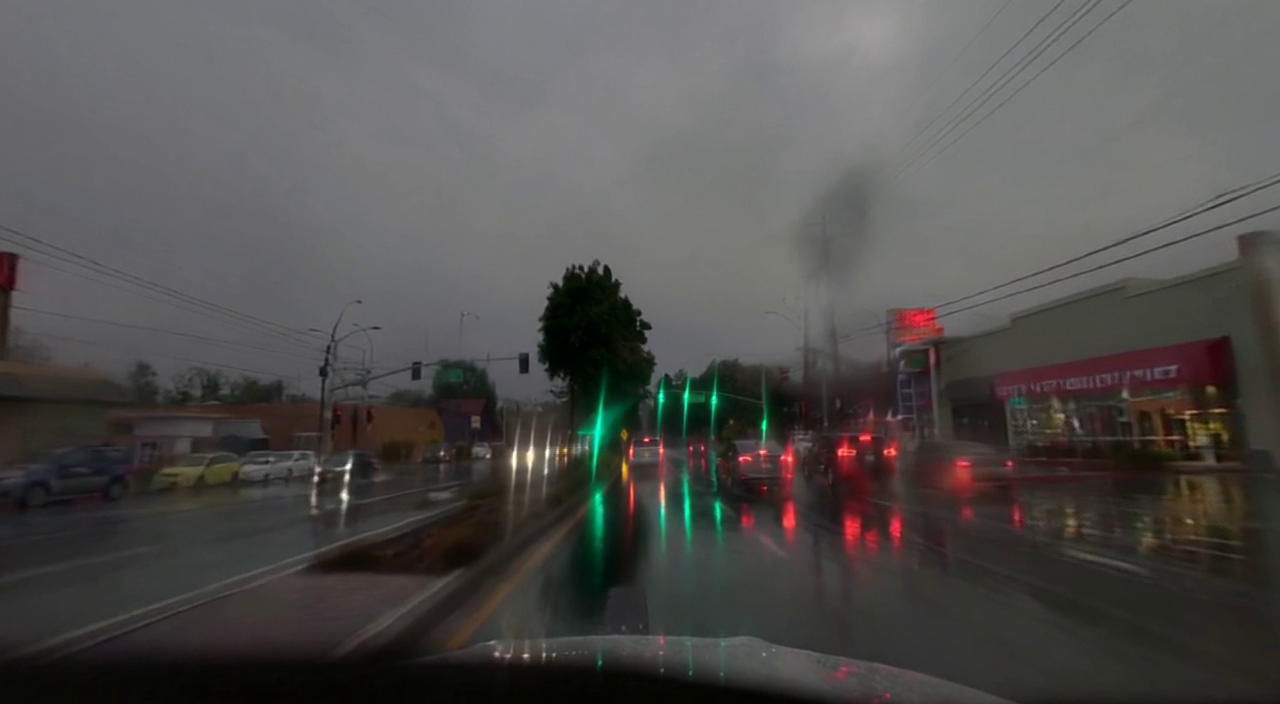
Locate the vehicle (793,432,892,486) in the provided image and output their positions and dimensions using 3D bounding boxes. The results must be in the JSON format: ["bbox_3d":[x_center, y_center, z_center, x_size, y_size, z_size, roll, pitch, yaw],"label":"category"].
[{"bbox_3d":[7.152,3.821,22.788,2.040,1.738,4.414,0,-8,-1],"label":"vehicle"}]

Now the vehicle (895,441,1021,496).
[{"bbox_3d":[10.377,3.788,21.068,1.845,1.454,4.620,0,-6,0],"label":"vehicle"}]

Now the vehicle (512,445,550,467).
[{"bbox_3d":[-7.974,7.581,46.375,2.102,1.496,4.465,0,-8,-1],"label":"vehicle"}]

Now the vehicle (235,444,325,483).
[{"bbox_3d":[-18.905,5.988,33.432,2.062,1.634,4.535,-2,-15,0],"label":"vehicle"}]

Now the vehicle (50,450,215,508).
[{"bbox_3d":[-15.614,3.878,19.743,1.798,1.541,4.002,0,-8,0],"label":"vehicle"}]

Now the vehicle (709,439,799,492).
[{"bbox_3d":[3.489,3.549,20.212,1.963,1.484,4.609,0,-8,-1],"label":"vehicle"}]

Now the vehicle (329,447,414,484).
[{"bbox_3d":[-12.082,5.112,28.694,2.087,1.499,3.939,0,-8,0],"label":"vehicle"}]

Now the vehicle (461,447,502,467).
[{"bbox_3d":[-12.406,8.185,49.594,1.887,1.453,4.696,0,-8,1],"label":"vehicle"}]

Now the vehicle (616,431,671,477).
[{"bbox_3d":[0.164,4.456,27.764,2.210,1.861,4.280,0,-8,0],"label":"vehicle"}]
